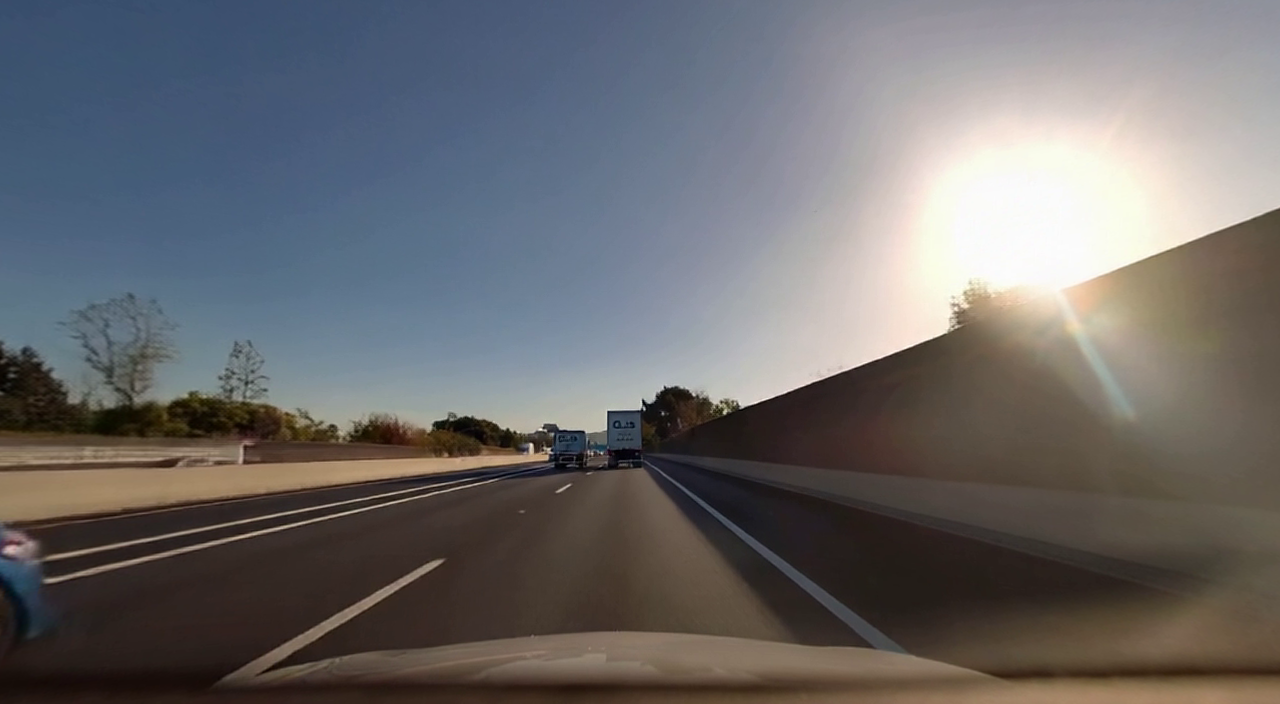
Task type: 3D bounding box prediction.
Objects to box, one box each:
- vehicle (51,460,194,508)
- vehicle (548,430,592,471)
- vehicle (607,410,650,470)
[{"bbox_3d":[-17.766,4.505,21.851,1.756,1.446,3.768,0,-9,-1],"label":"vehicle"},{"bbox_3d":[-4.914,7.037,45.023,2.529,2.697,5.935,0,-9,-1],"label":"vehicle"},{"bbox_3d":[-0.886,6.656,47.018,2.923,4.007,9.760,0,-9,-1],"label":"vehicle"}]
